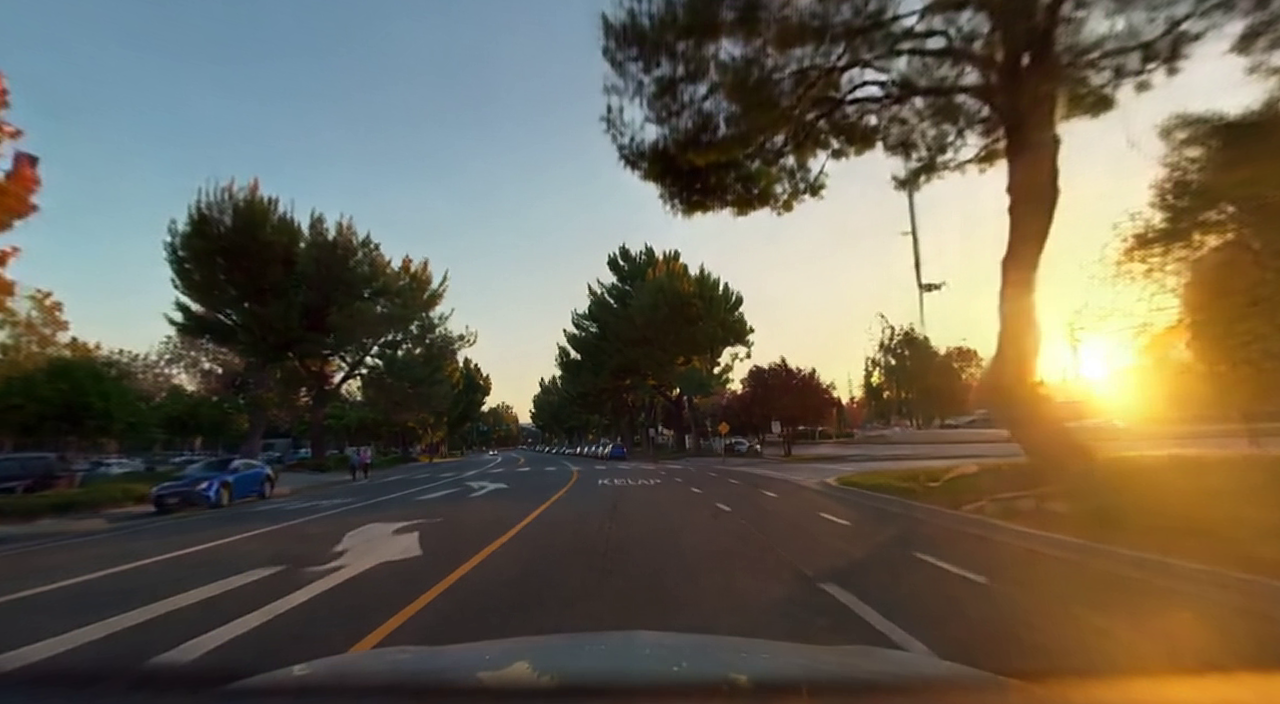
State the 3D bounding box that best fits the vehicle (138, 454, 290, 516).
[{"bbox_3d":[-13.713,4.279,20.753,2.090,1.680,4.434,-3,-10,-4],"label":"vehicle"}]
